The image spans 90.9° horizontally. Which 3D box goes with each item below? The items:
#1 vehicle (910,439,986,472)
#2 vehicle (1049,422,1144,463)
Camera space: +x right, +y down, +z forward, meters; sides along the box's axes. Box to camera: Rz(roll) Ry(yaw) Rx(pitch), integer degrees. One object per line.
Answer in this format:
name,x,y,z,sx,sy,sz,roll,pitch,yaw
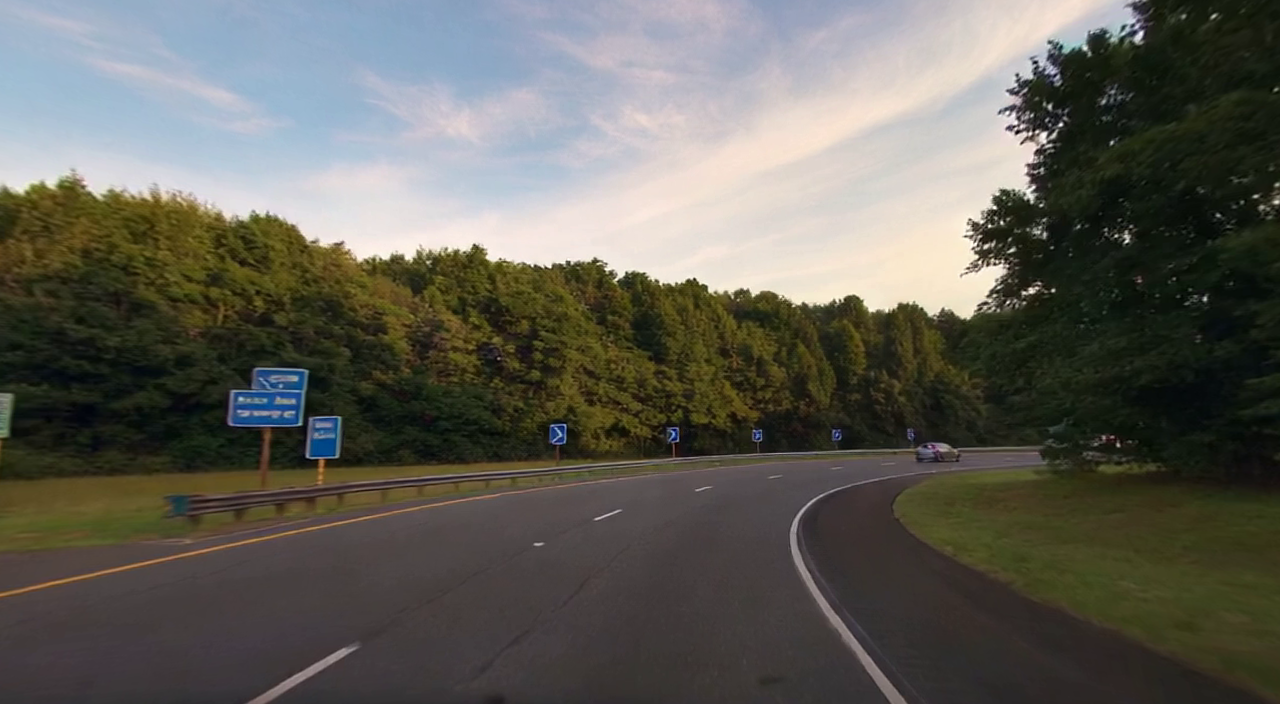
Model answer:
vehicle,17.266,5.764,35.250,4.325,1.674,2.221,8,-12,-41
vehicle,33.068,6.601,45.694,5.981,2.823,2.498,3,-10,-21
